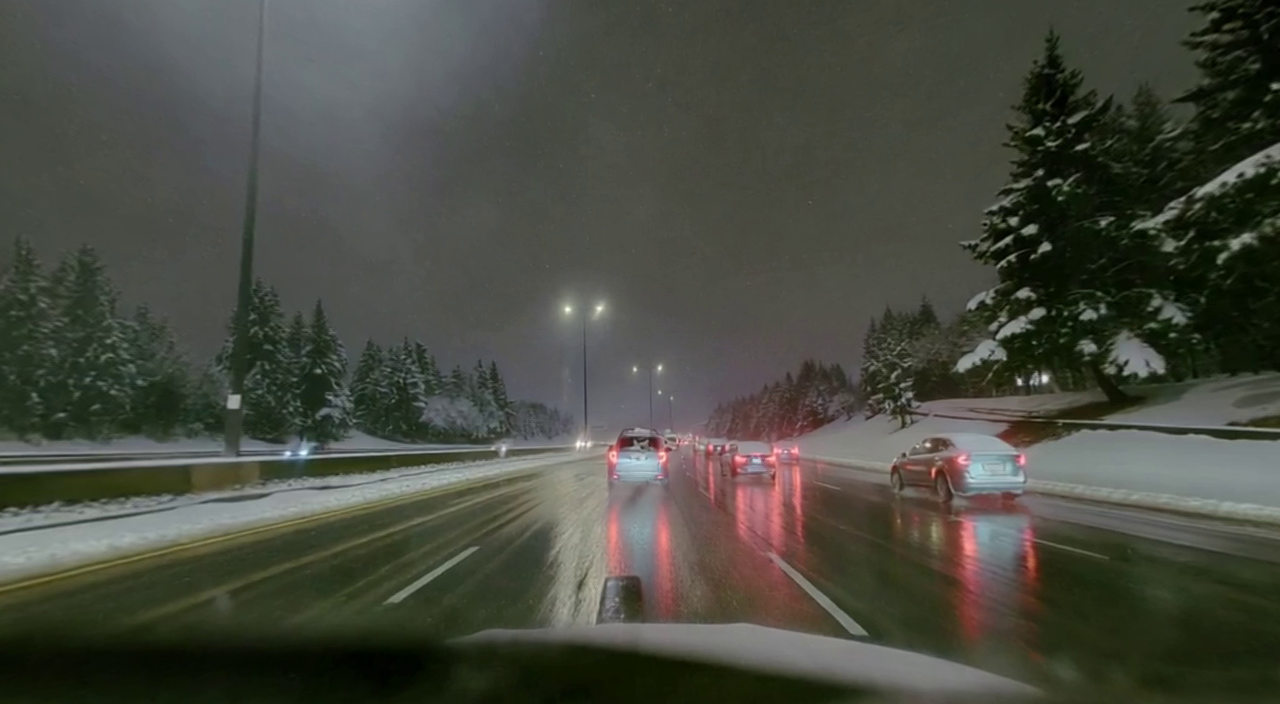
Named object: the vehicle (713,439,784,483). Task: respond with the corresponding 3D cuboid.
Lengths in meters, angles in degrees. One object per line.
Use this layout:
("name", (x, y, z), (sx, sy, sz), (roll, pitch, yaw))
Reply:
("vehicle", (4.036, 4.141, 24.203), (1.999, 1.514, 4.338), (0, -9, 1))

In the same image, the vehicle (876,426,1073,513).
("vehicle", (7.408, 2.650, 14.684), (2.028, 1.657, 4.823), (0, -9, 1))

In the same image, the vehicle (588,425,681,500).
("vehicle", (-0.077, 2.892, 16.808), (2.181, 1.728, 3.970), (0, -9, 1))
